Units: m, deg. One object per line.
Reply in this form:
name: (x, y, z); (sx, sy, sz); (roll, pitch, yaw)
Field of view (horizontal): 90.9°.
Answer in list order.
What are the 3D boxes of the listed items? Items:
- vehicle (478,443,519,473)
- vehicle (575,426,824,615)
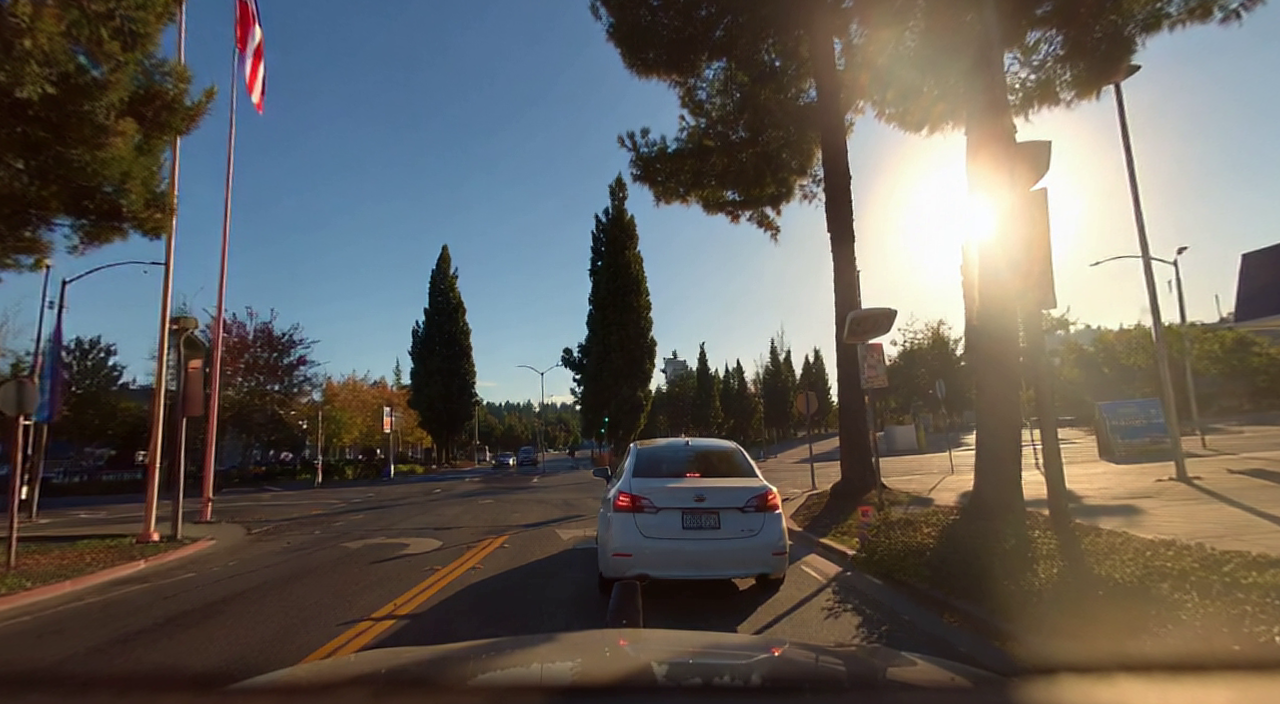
vehicle: (-10.007, 7.513, 44.878); (2.212, 1.948, 4.537); (0, -9, -6)
vehicle: (0.383, 1.619, 6.892); (1.985, 1.463, 3.647); (0, -9, -3)
